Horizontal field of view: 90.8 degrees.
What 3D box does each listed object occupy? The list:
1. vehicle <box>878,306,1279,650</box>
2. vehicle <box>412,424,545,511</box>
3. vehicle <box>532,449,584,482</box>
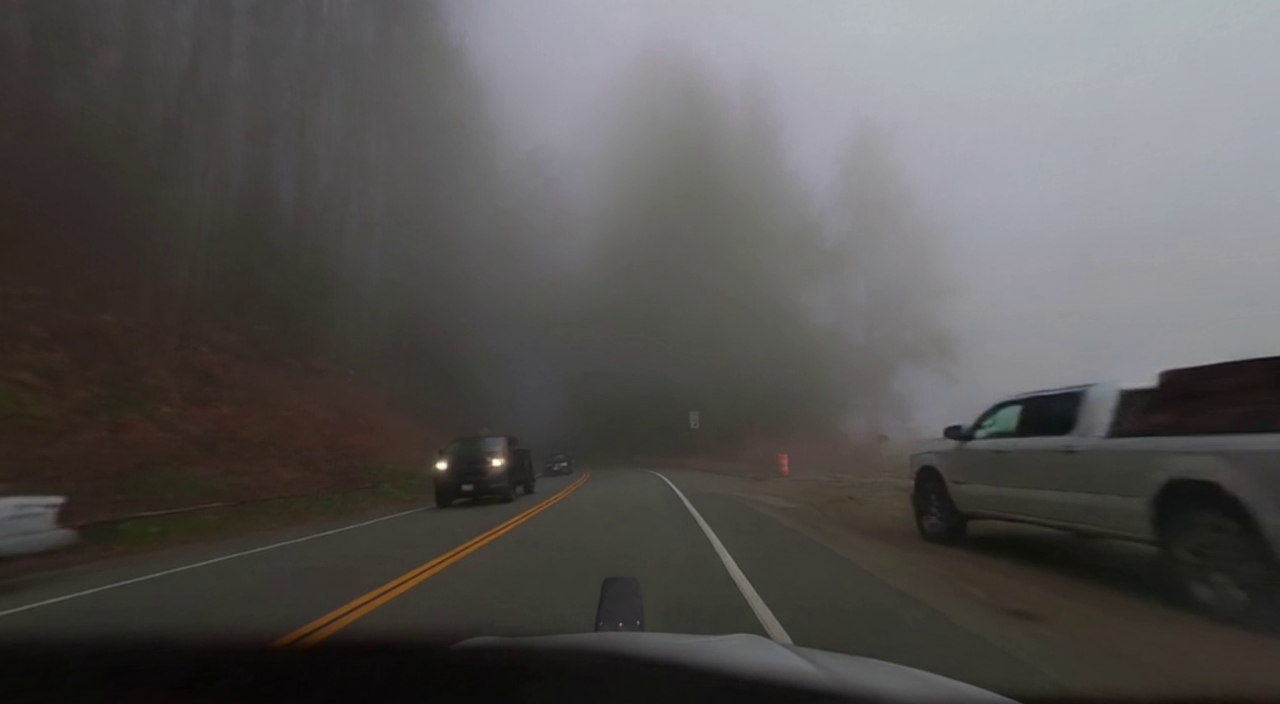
[{"bbox_3d":[5.189,1.143,6.412,2.845,2.053,6.457,0,-8,-2],"label":"vehicle"},{"bbox_3d":[-4.079,3.021,17.035,2.221,1.969,5.153,0,-8,0],"label":"vehicle"},{"bbox_3d":[-3.843,5.375,30.257,2.032,1.444,4.164,0,-8,-2],"label":"vehicle"}]
